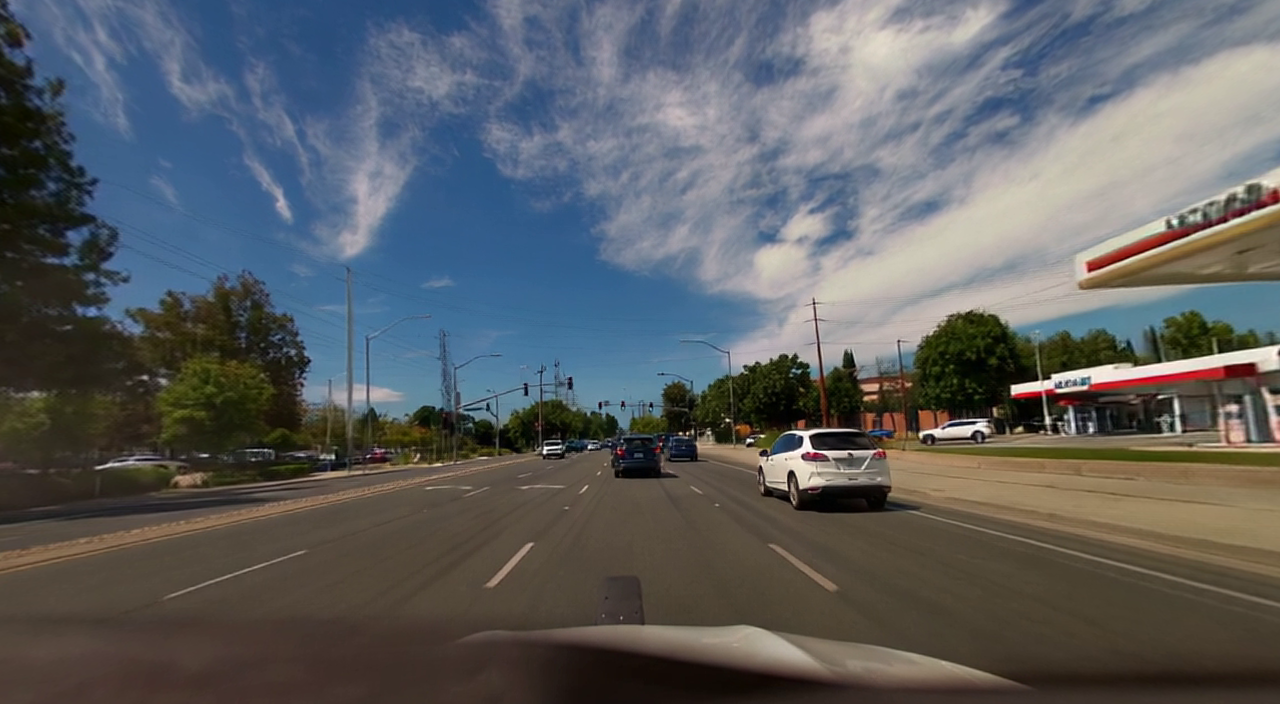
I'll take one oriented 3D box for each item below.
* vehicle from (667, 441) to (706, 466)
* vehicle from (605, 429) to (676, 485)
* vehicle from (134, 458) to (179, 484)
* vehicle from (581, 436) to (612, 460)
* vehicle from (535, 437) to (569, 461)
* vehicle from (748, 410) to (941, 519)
[{"bbox_3d":[2.569,5.734,35.863,1.822,1.331,3.583,0,-8,-2],"label":"vehicle"},{"bbox_3d":[-0.072,3.511,21.373,2.164,1.718,3.881,0,-8,-2],"label":"vehicle"},{"bbox_3d":[-30.706,7.518,40.070,1.948,1.452,4.370,7,-11,-39],"label":"vehicle"},{"bbox_3d":[-3.322,7.436,48.951,2.155,1.745,4.248,0,-8,-1],"label":"vehicle"},{"bbox_3d":[-6.698,7.423,48.317,1.994,1.695,4.471,0,-8,0],"label":"vehicle"},{"bbox_3d":[3.851,2.242,13.106,2.116,1.791,5.006,0,-8,-3],"label":"vehicle"}]
